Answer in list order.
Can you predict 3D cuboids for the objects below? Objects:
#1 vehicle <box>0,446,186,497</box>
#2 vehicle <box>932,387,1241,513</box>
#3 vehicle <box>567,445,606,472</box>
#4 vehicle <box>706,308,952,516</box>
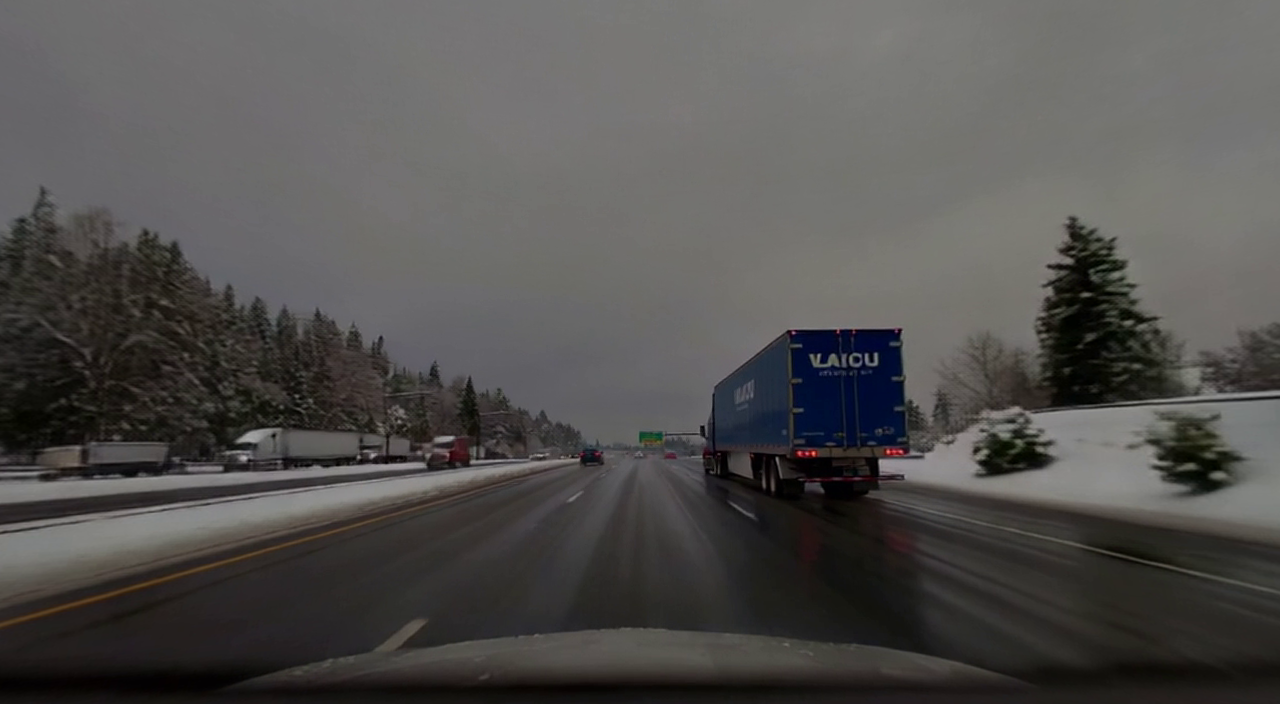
[{"bbox_3d":[-31.144,6.743,36.436,2.721,2.441,9.568,2,-9,-1],"label":"vehicle"},{"bbox_3d":[17.872,4.282,27.811,2.856,4.064,14.685,0,-9,0],"label":"vehicle"},{"bbox_3d":[-3.345,6.733,40.061,2.107,1.626,4.804,0,-9,0],"label":"vehicle"},{"bbox_3d":[4.393,2.202,19.428,2.847,4.075,14.244,0,-9,-1],"label":"vehicle"}]
